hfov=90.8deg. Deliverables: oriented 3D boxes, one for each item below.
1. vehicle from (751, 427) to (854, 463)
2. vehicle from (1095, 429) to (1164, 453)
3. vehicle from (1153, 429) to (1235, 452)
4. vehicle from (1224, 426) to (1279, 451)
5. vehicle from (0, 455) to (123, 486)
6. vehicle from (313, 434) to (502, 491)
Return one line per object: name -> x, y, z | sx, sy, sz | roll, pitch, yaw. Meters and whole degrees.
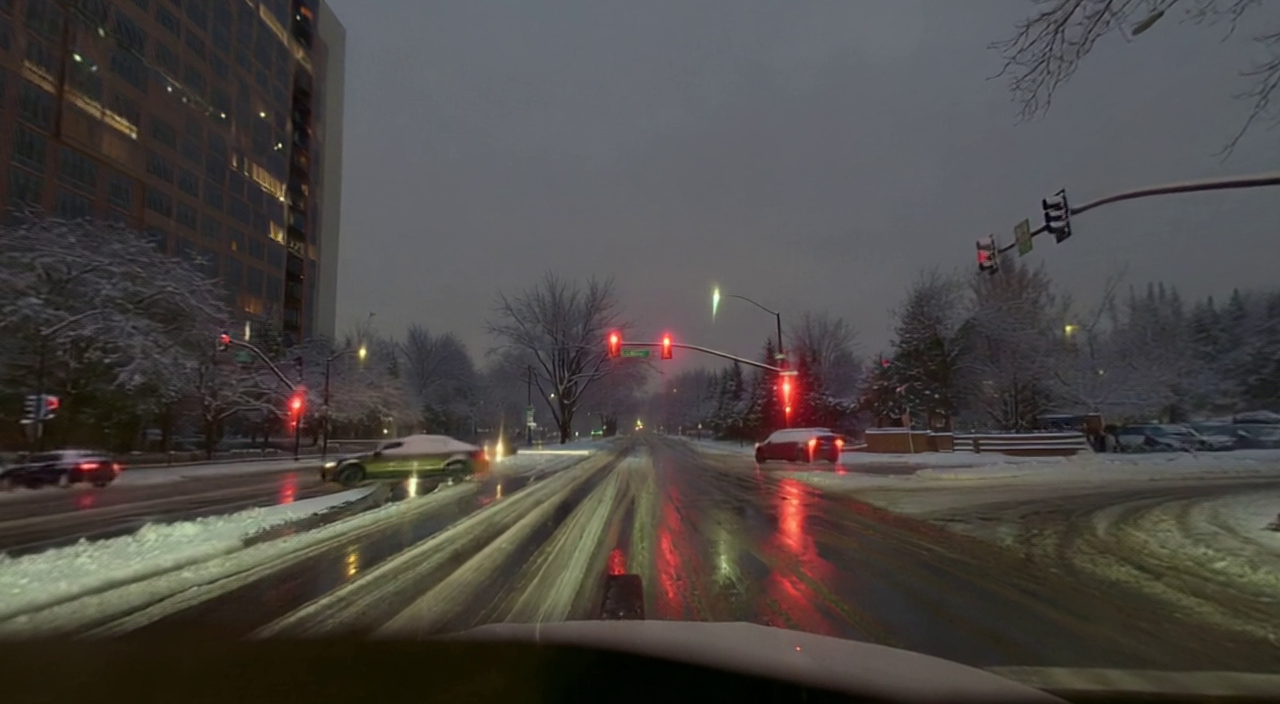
vehicle -> 8.133, 4.695, 31.857 | 4.571, 1.698, 1.977 | -7, -11, 40
vehicle -> 33.269, 6.090, 43.094 | 2.090, 1.494, 4.321 | -3, -9, 15
vehicle -> 36.581, 5.878, 41.831 | 1.726, 1.429, 4.163 | -1, -8, 2
vehicle -> 42.271, 5.731, 41.918 | 2.037, 1.614, 5.175 | 0, -8, 0
vehicle -> -26.445, 5.404, 28.880 | 4.046, 1.306, 1.719 | 0, -8, -1
vehicle -> -6.699, 3.178, 18.585 | 4.916, 1.504, 1.846 | 2, -9, -19
